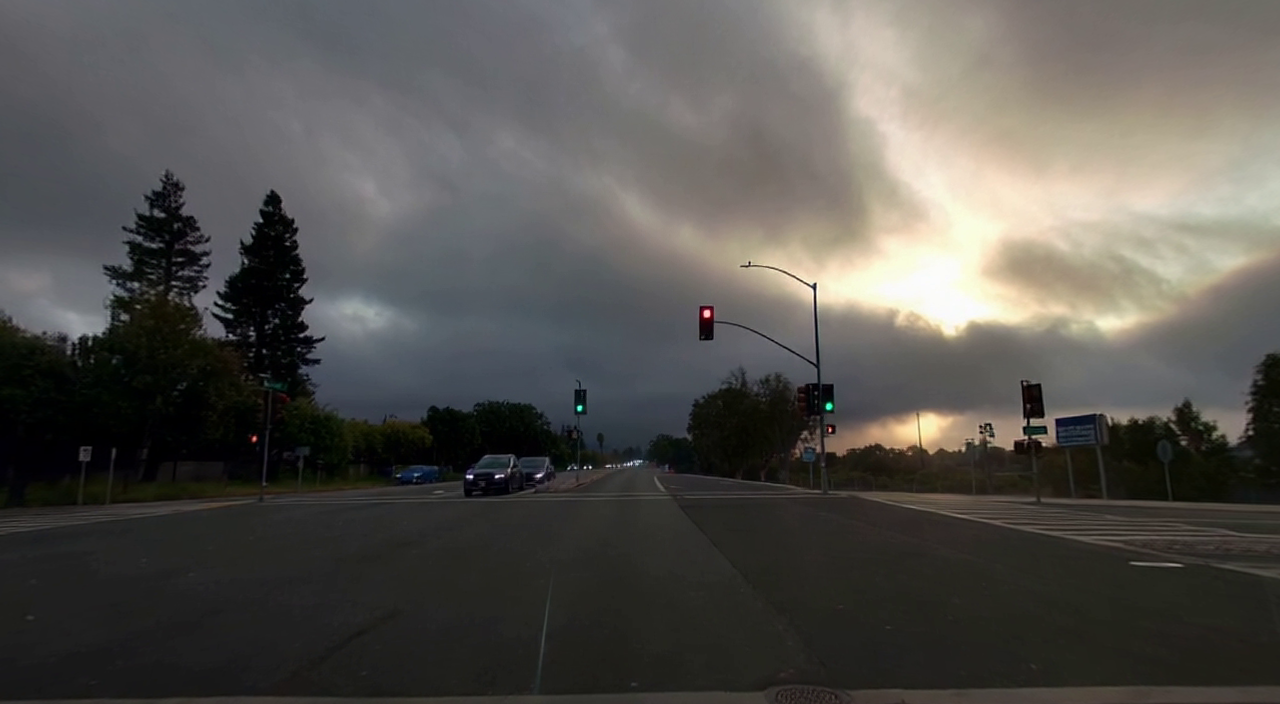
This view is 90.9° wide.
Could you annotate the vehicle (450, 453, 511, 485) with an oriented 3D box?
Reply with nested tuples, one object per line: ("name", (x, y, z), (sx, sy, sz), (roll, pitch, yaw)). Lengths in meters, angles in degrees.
("vehicle", (-8.040, 5.901, 32.113), (1.960, 1.433, 4.213), (0, -8, 1))

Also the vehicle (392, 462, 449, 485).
("vehicle", (-16.427, 9.122, 47.433), (2.029, 1.500, 4.491), (-2, -9, 11))

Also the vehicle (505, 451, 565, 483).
("vehicle", (-5.247, 5.792, 32.104), (2.107, 1.456, 4.728), (0, -8, 1))
